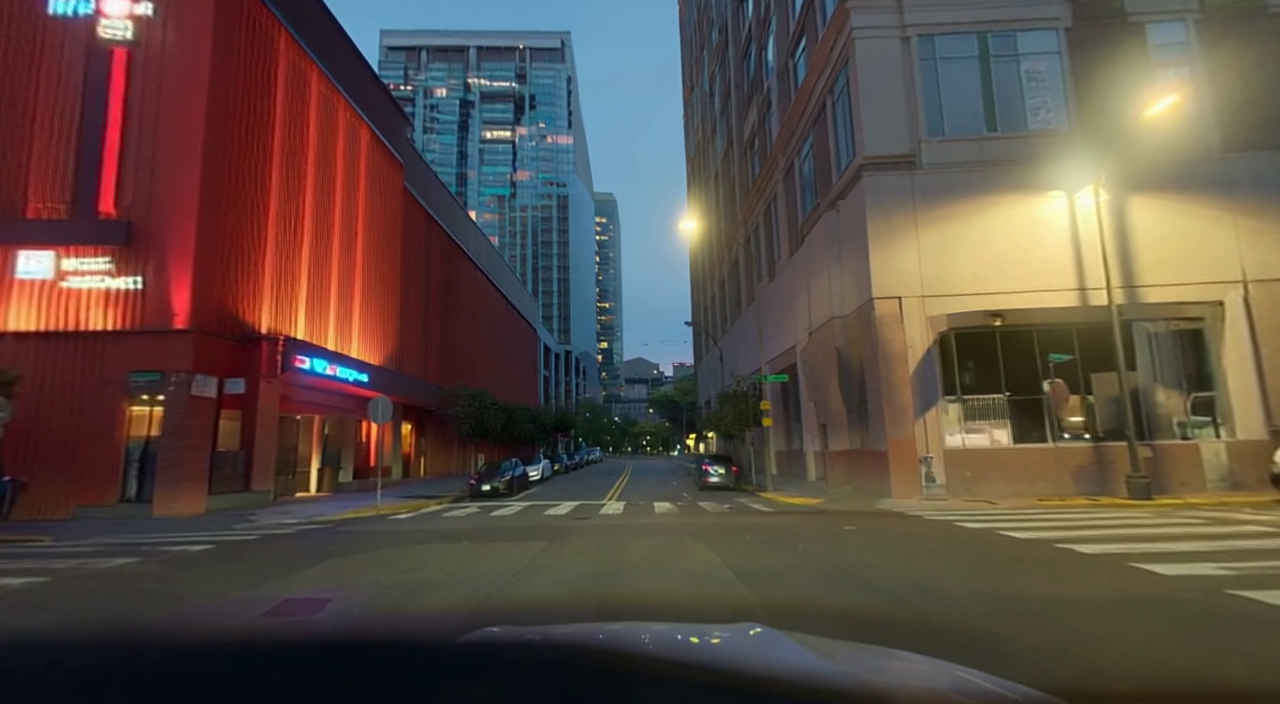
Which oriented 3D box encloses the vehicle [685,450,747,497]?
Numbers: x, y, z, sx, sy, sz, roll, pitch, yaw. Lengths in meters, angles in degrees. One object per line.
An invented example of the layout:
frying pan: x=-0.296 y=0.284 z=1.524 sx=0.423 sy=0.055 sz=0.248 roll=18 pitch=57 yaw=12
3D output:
vehicle: x=2.961 y=4.844 z=25.584 sx=1.917 sy=1.680 sz=4.500 roll=0 pitch=-9 yaw=0

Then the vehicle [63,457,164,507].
vehicle: x=-27.364 y=6.704 z=33.025 sx=1.665 sy=1.432 sz=4.120 roll=10 pitch=0 yaw=-1

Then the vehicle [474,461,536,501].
vehicle: x=-5.609 y=5.405 z=26.790 sx=1.864 sy=1.447 sz=3.887 roll=0 pitch=-9 yaw=-2
